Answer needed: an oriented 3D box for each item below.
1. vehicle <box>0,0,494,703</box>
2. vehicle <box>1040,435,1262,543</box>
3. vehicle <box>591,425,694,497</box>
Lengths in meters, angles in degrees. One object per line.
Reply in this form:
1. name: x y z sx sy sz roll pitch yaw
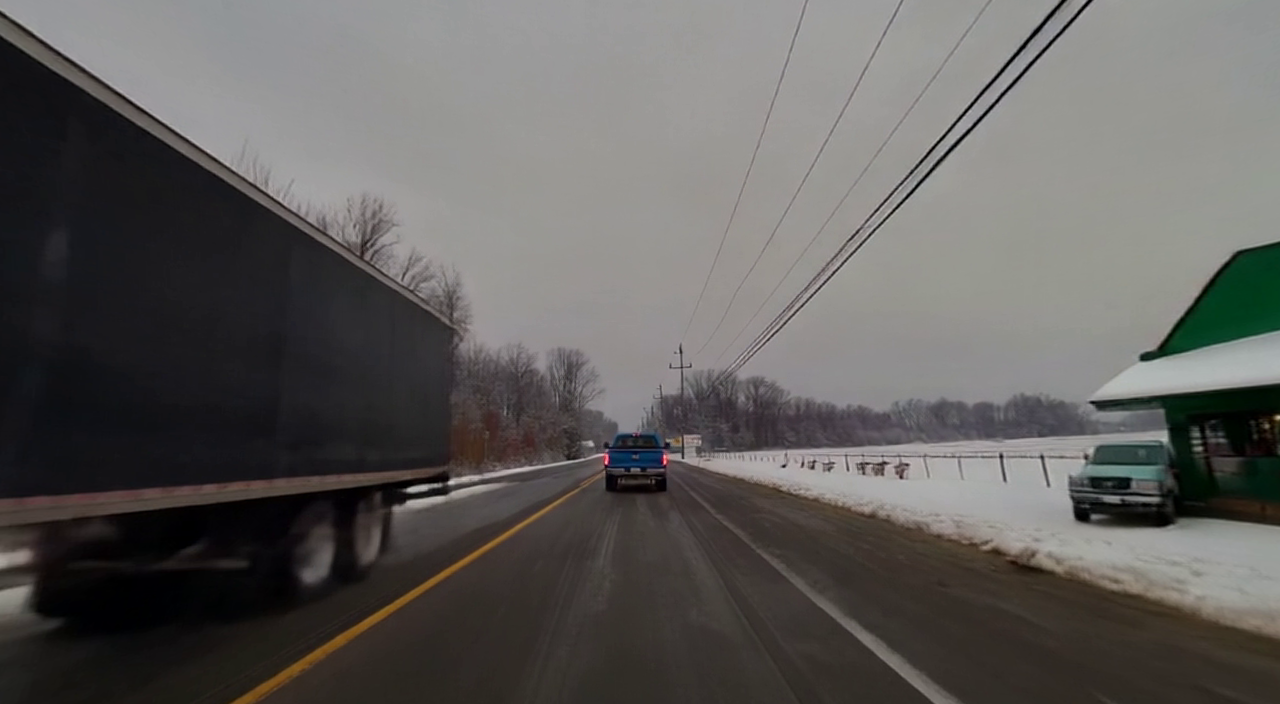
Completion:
1. vehicle: -4.734 0.258 6.021 2.882 4.189 15.975 0 -8 0
2. vehicle: 10.671 2.642 13.044 5.304 1.754 2.340 7 -11 -38
3. vehicle: 0.035 3.686 21.848 2.921 2.031 7.416 0 -8 -1
